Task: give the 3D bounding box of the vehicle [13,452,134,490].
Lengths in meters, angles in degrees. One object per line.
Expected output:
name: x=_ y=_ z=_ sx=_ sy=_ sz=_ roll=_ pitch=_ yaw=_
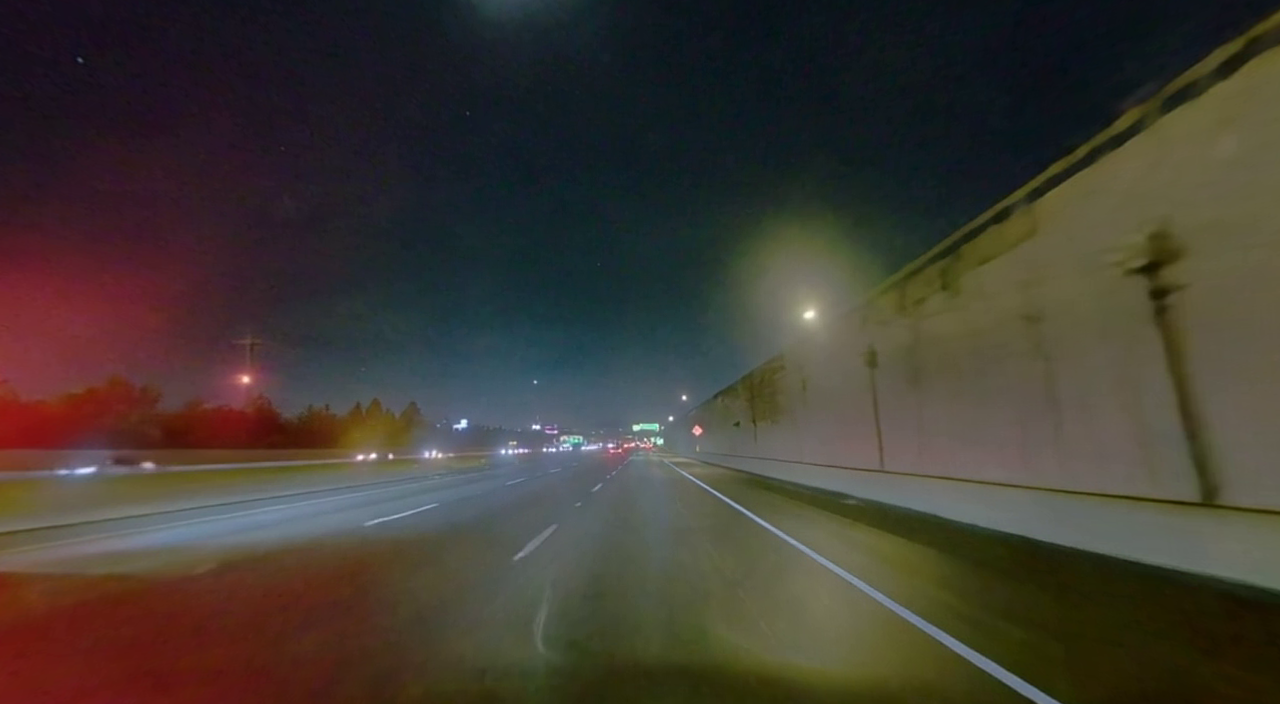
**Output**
vehicle: x=-28.547 y=5.978 z=32.011 sx=1.941 sy=1.688 sz=4.481 roll=0 pitch=-8 yaw=1
